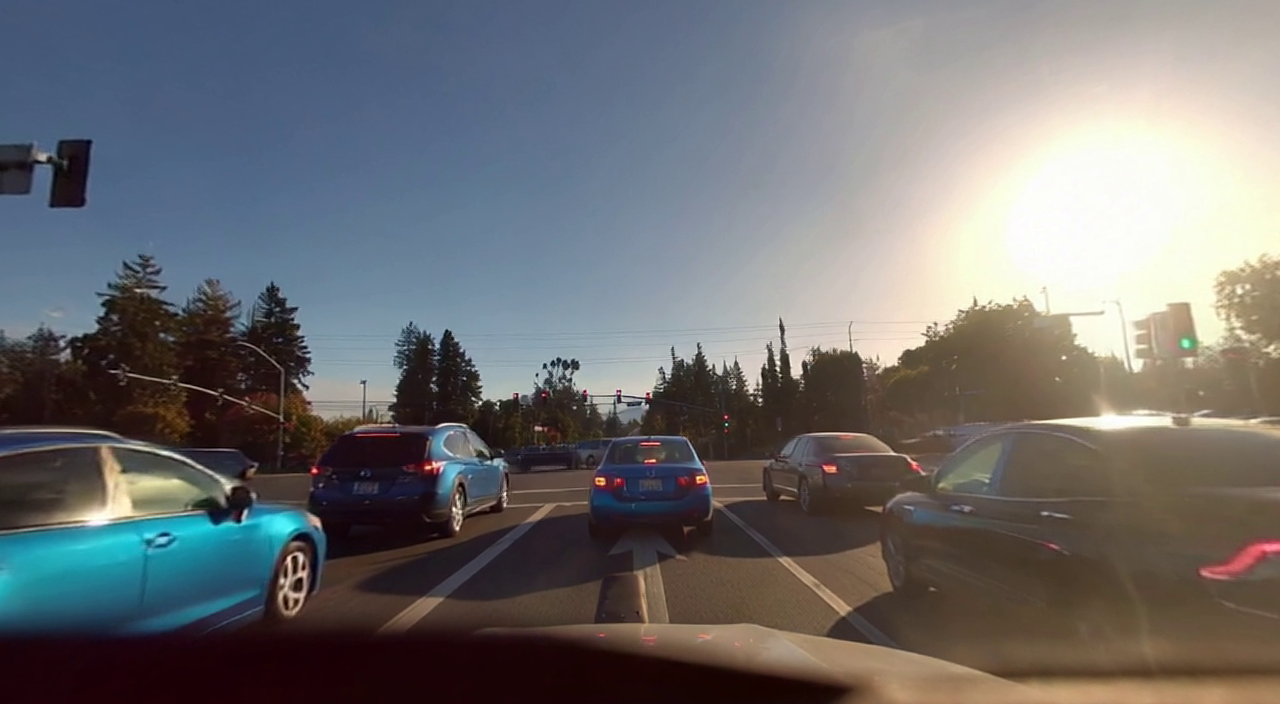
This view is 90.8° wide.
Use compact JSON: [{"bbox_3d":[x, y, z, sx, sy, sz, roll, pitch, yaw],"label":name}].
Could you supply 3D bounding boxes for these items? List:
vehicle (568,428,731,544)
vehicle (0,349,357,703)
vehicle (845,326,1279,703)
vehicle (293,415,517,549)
[{"bbox_3d":[0.061,2.053,10.283,2.114,1.482,4.056,0,-9,-2],"label":"vehicle"},{"bbox_3d":[-3.361,0.915,2.902,2.034,1.655,4.465,0,-9,0],"label":"vehicle"},{"bbox_3d":[3.239,1.070,4.274,2.178,1.691,4.314,0,-9,-1],"label":"vehicle"},{"bbox_3d":[-3.415,1.984,10.222,1.958,1.693,4.242,0,-9,0],"label":"vehicle"}]
